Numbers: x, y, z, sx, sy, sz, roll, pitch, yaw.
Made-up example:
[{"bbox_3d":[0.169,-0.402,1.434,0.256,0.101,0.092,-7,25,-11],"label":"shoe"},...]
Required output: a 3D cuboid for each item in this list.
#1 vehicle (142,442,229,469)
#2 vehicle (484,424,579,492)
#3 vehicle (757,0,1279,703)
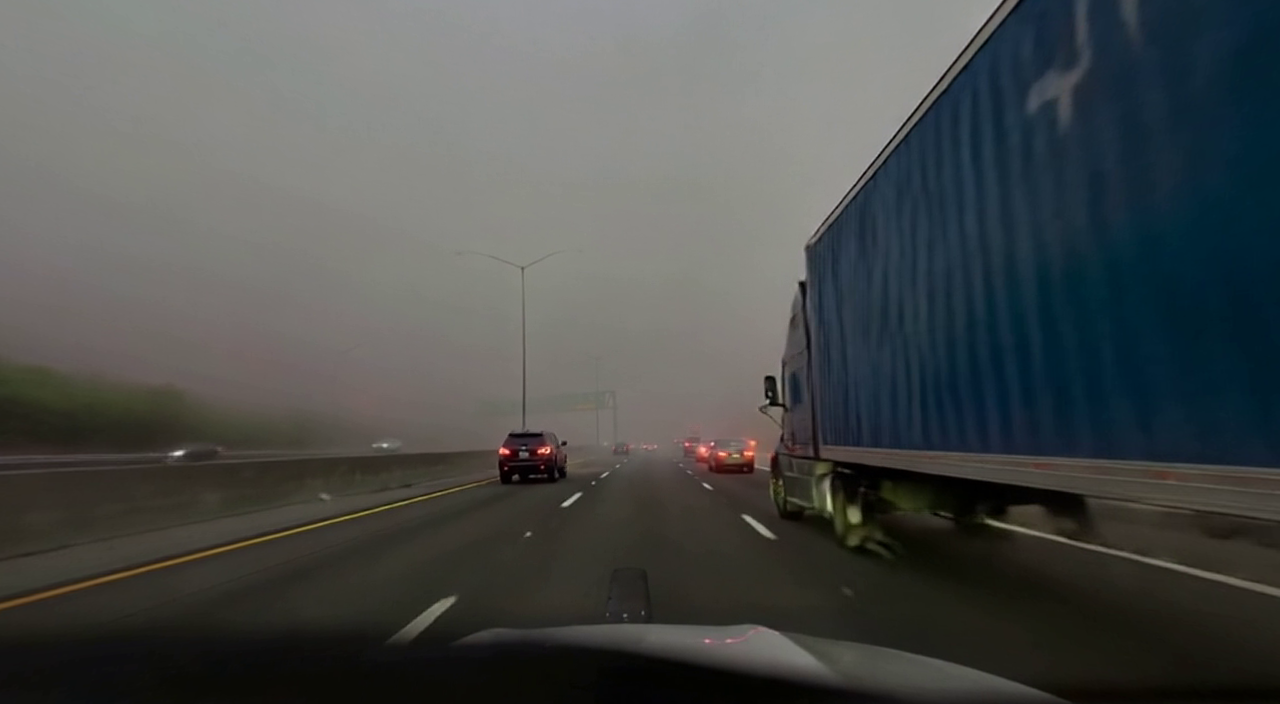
[{"bbox_3d":[-27.632,6.301,38.515,1.800,1.510,4.360,-2,-8,5],"label":"vehicle"},{"bbox_3d":[-3.050,3.108,18.759,2.006,1.741,4.277,-1,-8,1],"label":"vehicle"},{"bbox_3d":[3.764,-0.045,4.515,2.903,4.190,15.630,-1,-8,0],"label":"vehicle"}]
